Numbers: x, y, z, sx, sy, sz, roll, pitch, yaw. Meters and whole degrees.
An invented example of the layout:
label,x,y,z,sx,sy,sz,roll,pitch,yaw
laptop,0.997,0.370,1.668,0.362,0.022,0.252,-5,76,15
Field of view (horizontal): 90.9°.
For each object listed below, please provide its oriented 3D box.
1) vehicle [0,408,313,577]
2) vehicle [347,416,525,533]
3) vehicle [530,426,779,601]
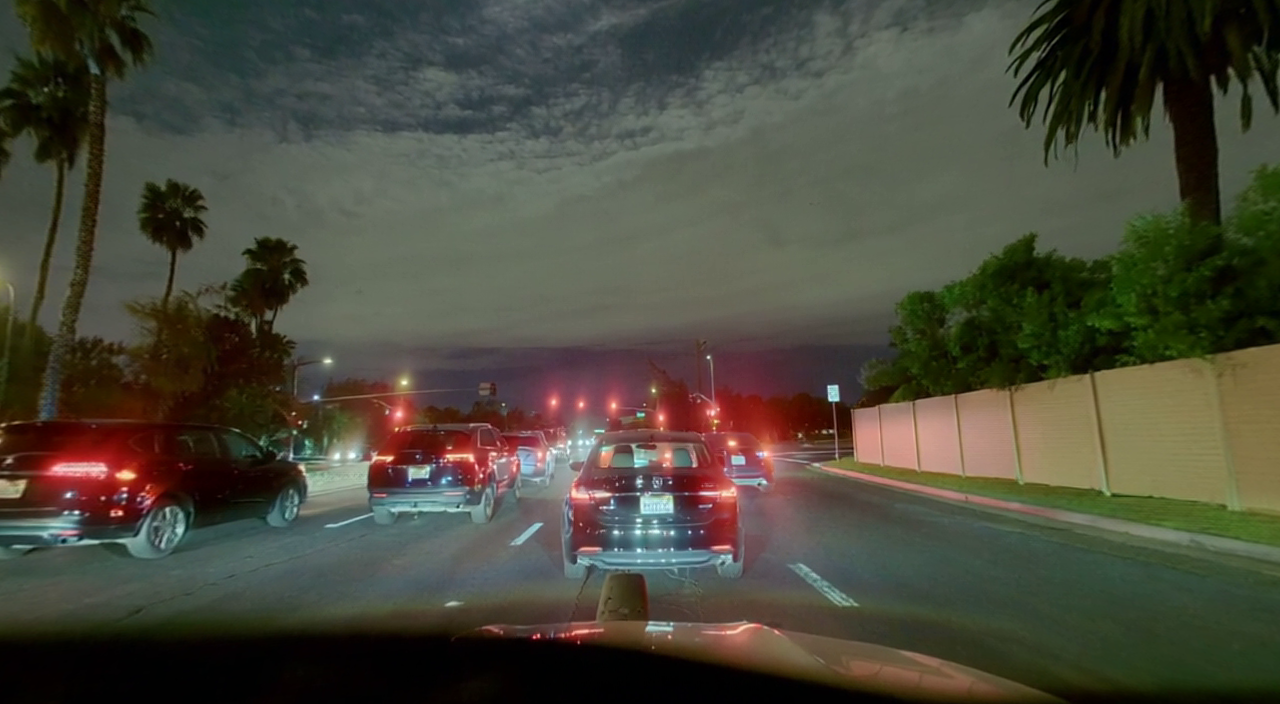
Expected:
label,x,y,z,sx,sy,sz,roll,pitch,yaw
vehicle,-6.681,1.770,8.751,1.963,1.721,4.467,0,-8,-2
vehicle,-3.452,2.149,11.636,2.007,1.746,4.136,0,-8,-2
vehicle,0.064,1.697,7.600,2.128,1.473,4.272,0,-8,-2
